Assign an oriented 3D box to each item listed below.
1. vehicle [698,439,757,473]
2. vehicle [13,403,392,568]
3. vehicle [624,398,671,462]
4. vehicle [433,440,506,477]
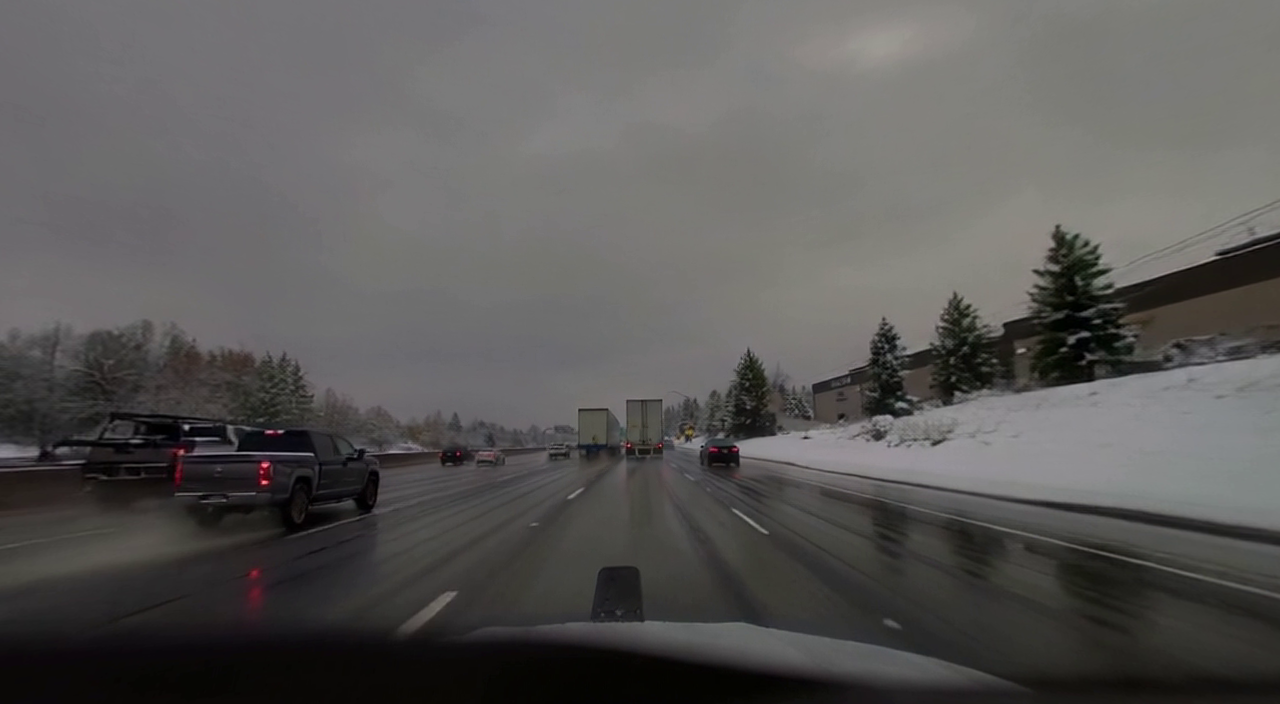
[{"bbox_3d":[3.925,4.755,29.048,2.006,1.452,4.246,0,-9,-1],"label":"vehicle"},{"bbox_3d":[-5.587,1.754,9.037,2.122,1.754,4.379,0,-9,2],"label":"vehicle"},{"bbox_3d":[0.442,5.807,45.895,2.969,4.104,10.906,0,-9,0],"label":"vehicle"},{"bbox_3d":[-7.378,4.655,27.843,1.891,1.460,4.506,0,-8,1],"label":"vehicle"}]
